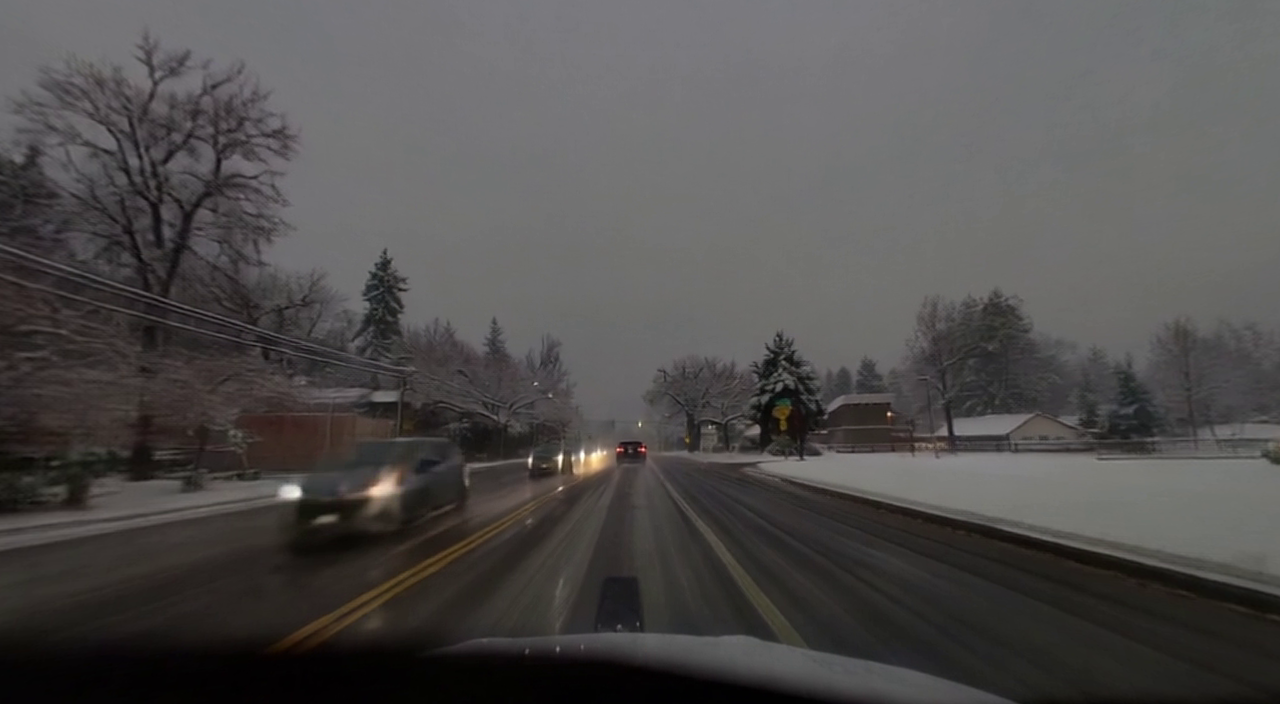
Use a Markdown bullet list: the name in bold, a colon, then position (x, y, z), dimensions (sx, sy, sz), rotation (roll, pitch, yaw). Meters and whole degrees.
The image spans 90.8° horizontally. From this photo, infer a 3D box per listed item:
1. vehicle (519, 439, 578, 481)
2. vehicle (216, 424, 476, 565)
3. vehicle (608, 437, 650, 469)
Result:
- **vehicle**: position (-4.070, 4.902, 28.879), dimensions (1.977, 1.729, 4.625), rotation (-1, -9, 0)
- **vehicle**: position (-4.165, 2.063, 9.889), dimensions (2.115, 1.638, 4.098), rotation (-2, -9, 0)
- **vehicle**: position (-0.640, 6.552, 41.228), dimensions (2.554, 1.902, 5.329), rotation (-1, -9, 0)
